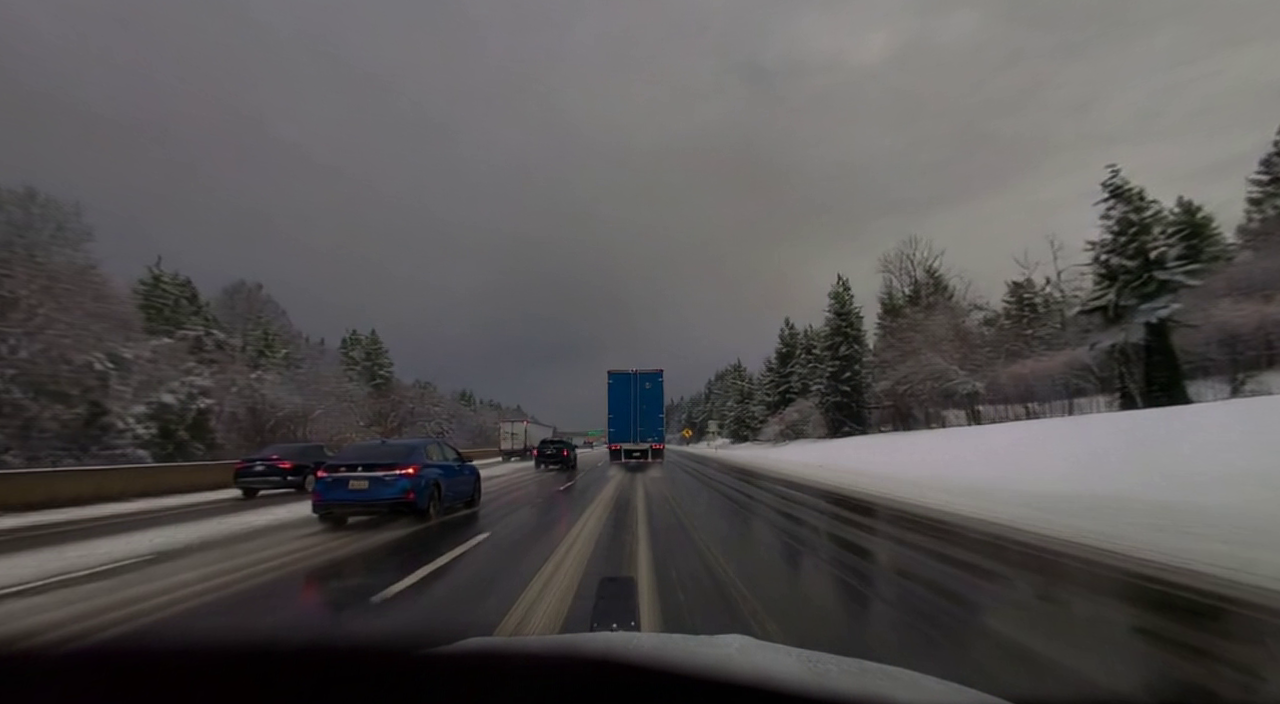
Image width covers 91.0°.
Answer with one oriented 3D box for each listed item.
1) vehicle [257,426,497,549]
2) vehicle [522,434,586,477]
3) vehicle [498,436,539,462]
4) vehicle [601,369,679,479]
[{"bbox_3d":[-3.900,2.058,10.277,2.164,1.582,3.979,0,-8,1],"label":"vehicle"},{"bbox_3d":[-3.613,4.416,27.194,2.158,1.680,4.087,0,-8,0],"label":"vehicle"},{"bbox_3d":[-8.842,7.141,46.272,2.026,1.791,4.599,-1,-8,1],"label":"vehicle"},{"bbox_3d":[-0.177,3.462,29.157,2.913,4.113,10.724,0,-8,-2],"label":"vehicle"}]
